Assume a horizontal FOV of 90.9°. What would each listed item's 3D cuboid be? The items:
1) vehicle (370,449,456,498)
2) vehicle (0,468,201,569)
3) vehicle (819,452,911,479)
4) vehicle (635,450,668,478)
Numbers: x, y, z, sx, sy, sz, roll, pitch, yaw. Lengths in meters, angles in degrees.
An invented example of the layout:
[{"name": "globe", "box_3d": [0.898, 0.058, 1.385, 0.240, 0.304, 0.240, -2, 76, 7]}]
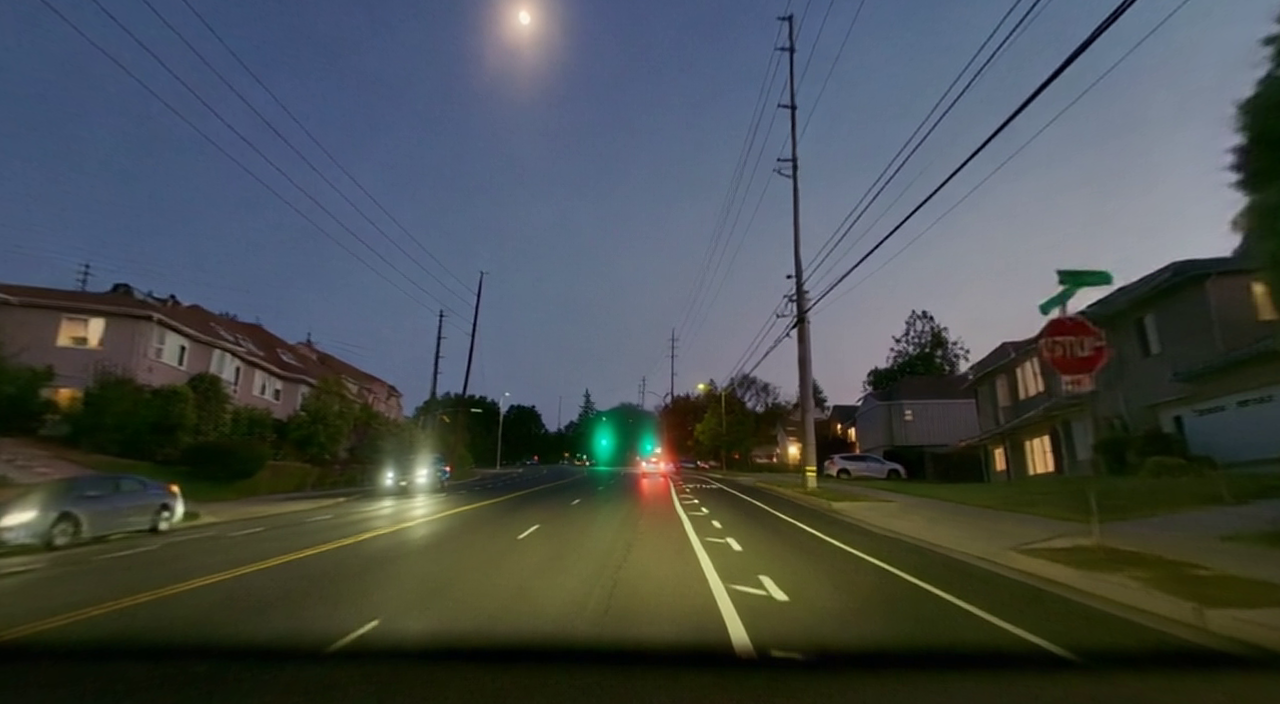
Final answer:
[{"name": "vehicle", "box_3d": [-10.568, 5.662, 29.822, 1.998, 2.047, 5.167, 0, -8, 1]}, {"name": "vehicle", "box_3d": [-11.387, 3.154, 12.632, 1.965, 1.455, 4.472, 0, -8, -1]}, {"name": "vehicle", "box_3d": [13.183, 6.647, 37.071, 4.648, 1.511, 1.919, 0, -8, -1]}, {"name": "vehicle", "box_3d": [0.855, 8.127, 46.131, 2.284, 1.741, 4.702, 2, -8, 2]}]
